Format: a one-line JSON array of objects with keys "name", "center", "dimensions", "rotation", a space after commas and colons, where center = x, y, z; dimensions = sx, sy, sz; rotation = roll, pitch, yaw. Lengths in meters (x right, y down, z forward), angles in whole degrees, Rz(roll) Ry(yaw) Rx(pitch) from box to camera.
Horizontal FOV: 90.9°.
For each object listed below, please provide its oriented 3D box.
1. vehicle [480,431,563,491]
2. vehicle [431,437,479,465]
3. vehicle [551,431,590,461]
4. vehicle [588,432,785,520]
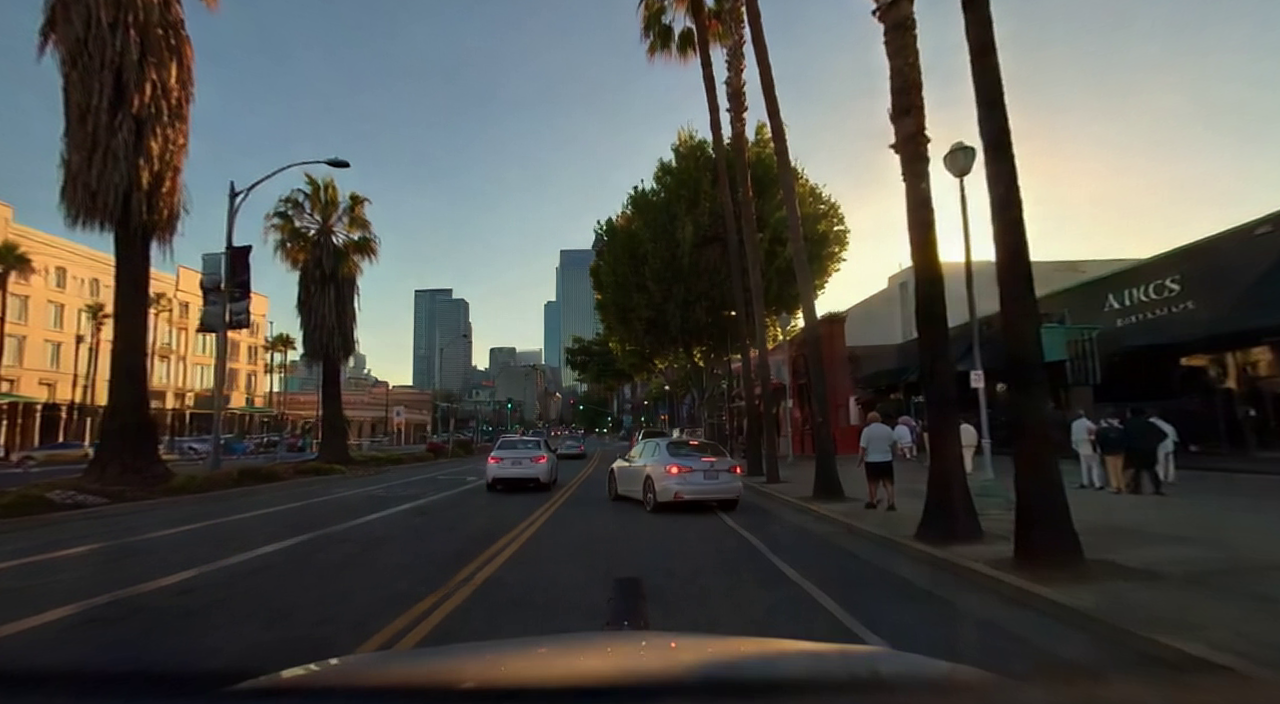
[{"name": "vehicle", "center": [-3.551, 3.362, 19.715], "dimensions": [2.039, 1.628, 4.331], "rotation": [0, -9, -4]}, {"name": "vehicle", "center": [-11.109, 5.988, 38.194], "dimensions": [1.930, 1.583, 4.423], "rotation": [0, -9, -5]}, {"name": "vehicle", "center": [-4.786, 6.596, 44.074], "dimensions": [2.277, 1.937, 4.487], "rotation": [0, -9, -1]}, {"name": "vehicle", "center": [0.713, 2.486, 13.212], "dimensions": [1.930, 1.477, 4.657], "rotation": [4, -10, -28]}]
